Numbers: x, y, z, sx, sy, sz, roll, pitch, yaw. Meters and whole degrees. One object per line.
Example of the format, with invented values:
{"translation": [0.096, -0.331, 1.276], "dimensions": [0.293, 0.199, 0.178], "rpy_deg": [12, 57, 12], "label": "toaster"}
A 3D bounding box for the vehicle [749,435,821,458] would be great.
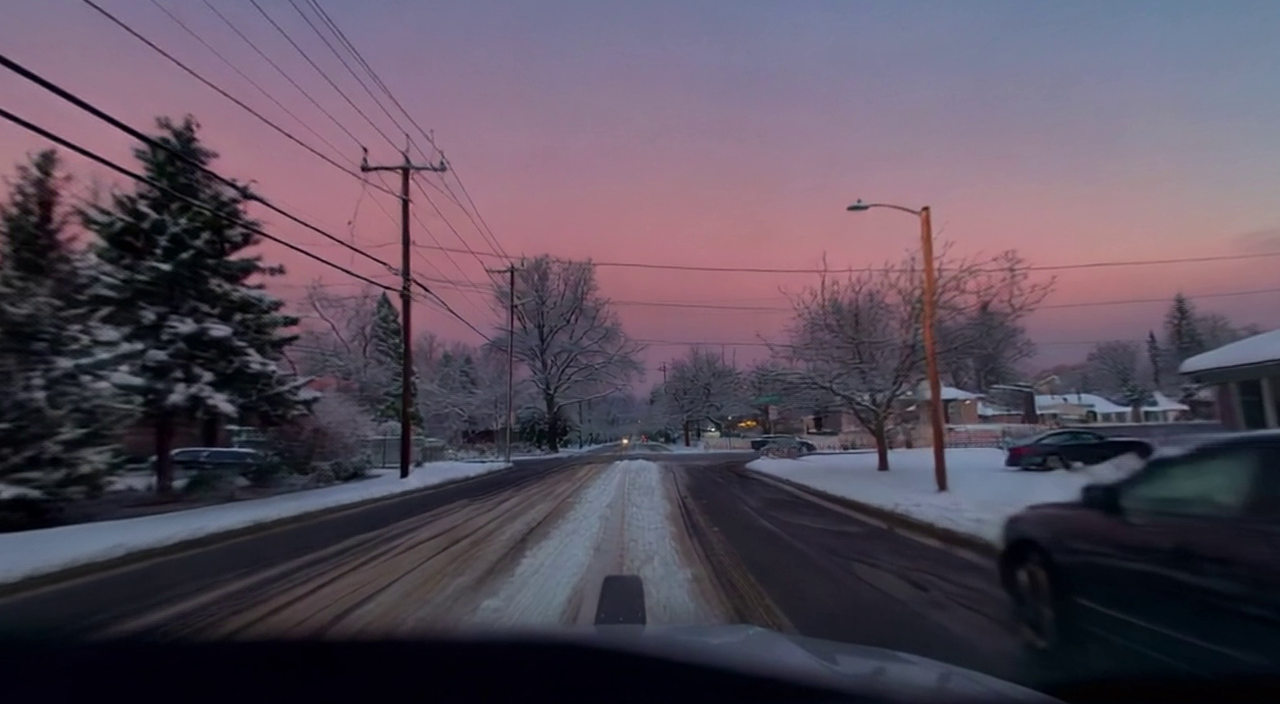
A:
{"translation": [9.875, 6.453, 43.103], "dimensions": [4.452, 1.482, 2.017], "rpy_deg": [4, -9, -25], "label": "vehicle"}

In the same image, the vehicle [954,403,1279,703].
{"translation": [3.550, 1.000, 2.693], "dimensions": [2.012, 1.531, 4.557], "rpy_deg": [0, -8, -1], "label": "vehicle"}
